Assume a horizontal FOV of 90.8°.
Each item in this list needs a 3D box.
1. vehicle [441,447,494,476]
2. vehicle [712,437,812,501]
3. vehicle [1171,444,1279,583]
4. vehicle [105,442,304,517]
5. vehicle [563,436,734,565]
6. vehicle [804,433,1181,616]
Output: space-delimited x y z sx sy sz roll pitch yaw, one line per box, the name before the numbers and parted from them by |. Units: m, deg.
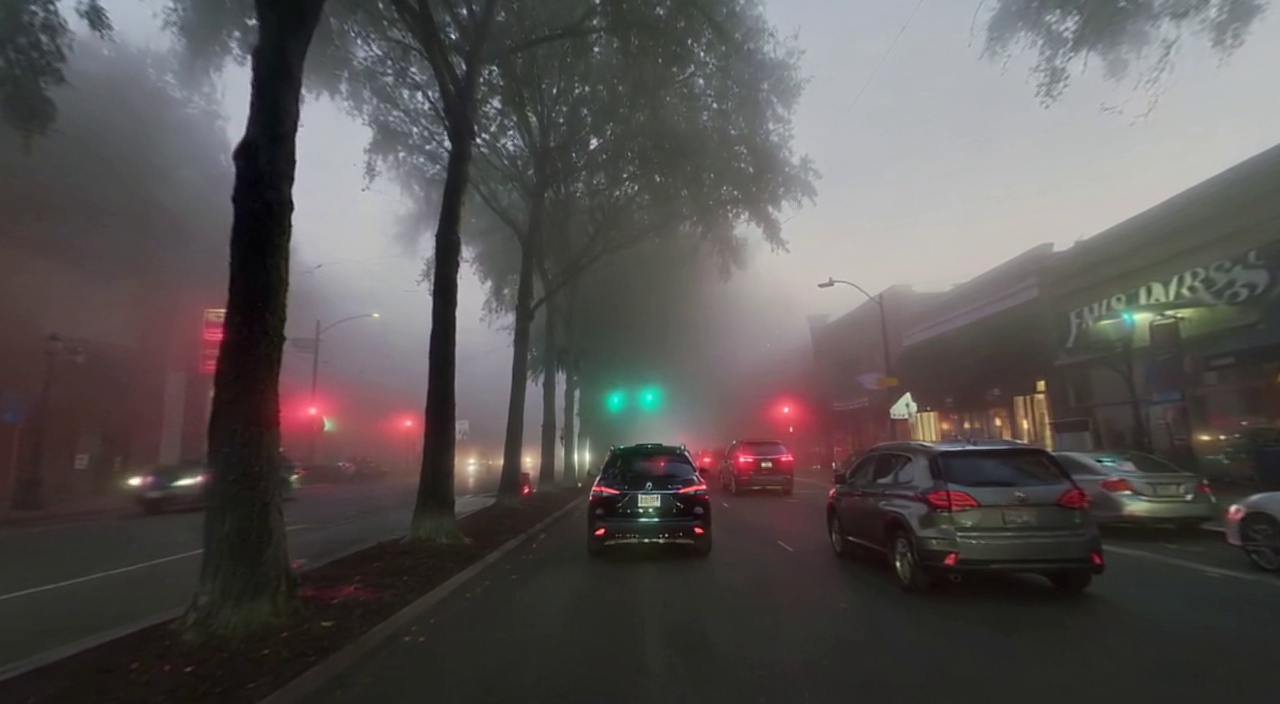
vehicle | -11.350 7.232 41.878 2.034 1.765 4.708 -1 -9 2
vehicle | 3.508 3.454 19.029 2.025 1.660 4.334 0 -9 -1
vehicle | 7.930 1.645 6.126 1.825 1.499 4.239 0 -9 0
vehicle | -11.526 3.359 17.256 2.042 1.749 4.629 -1 -9 1
vehicle | 0.078 2.026 9.283 2.006 1.487 3.535 0 -9 -1
vehicle | 3.445 1.741 7.351 1.988 1.480 4.195 0 -9 1
